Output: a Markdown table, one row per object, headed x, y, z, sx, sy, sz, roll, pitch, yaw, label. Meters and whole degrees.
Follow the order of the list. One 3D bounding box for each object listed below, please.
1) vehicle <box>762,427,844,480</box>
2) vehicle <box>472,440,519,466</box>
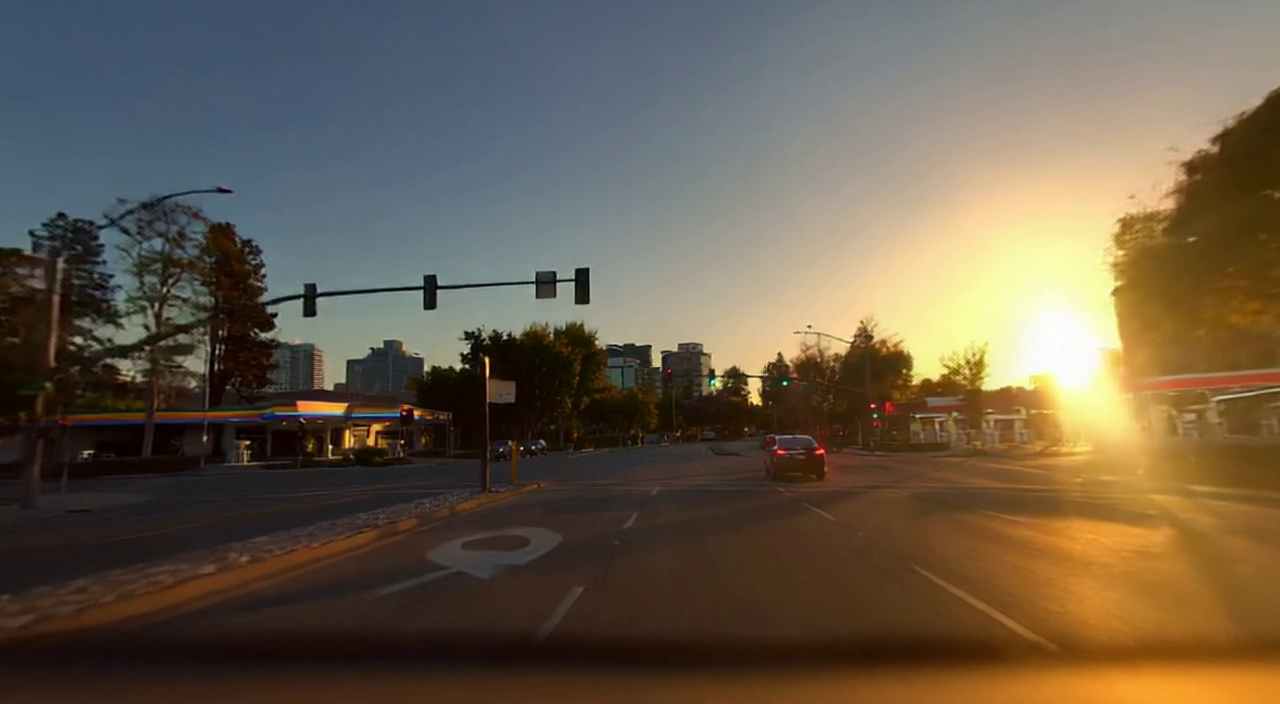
| x | y | z | sx | sy | sz | roll | pitch | yaw | label |
| --- | --- | --- | --- | --- | --- | --- | --- | --- | --- |
| 5.753 | 3.653 | 22.699 | 2.090 | 1.717 | 4.063 | -1 | -9 | 4 | vehicle |
| -10.814 | 7.574 | 47.264 | 2.112 | 1.853 | 4.516 | -1 | -9 | 5 | vehicle |
